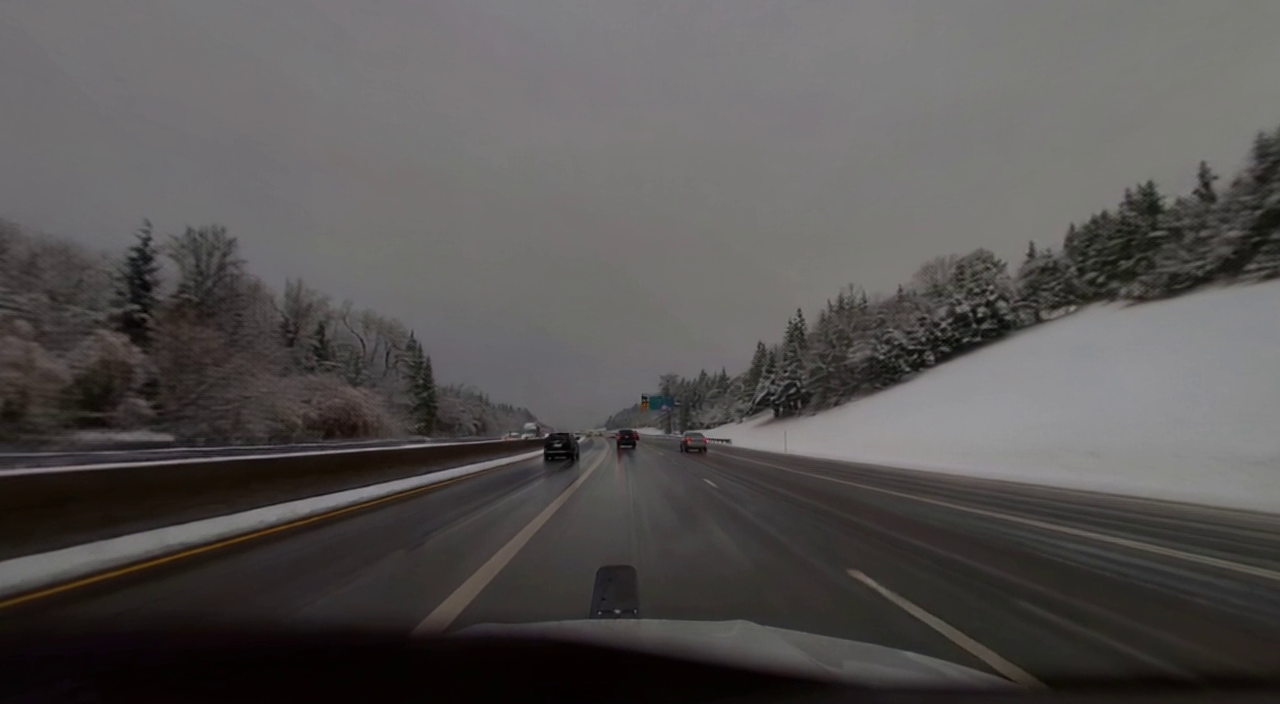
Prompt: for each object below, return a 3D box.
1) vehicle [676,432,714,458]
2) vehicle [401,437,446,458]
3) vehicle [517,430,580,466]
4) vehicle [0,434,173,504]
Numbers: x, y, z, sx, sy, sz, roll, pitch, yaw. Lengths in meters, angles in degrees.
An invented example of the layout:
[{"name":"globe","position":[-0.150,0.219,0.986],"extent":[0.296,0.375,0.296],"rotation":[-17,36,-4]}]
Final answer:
[{"name":"vehicle","position":[3.165,5.455,37.091],"extent":[1.806,1.469,3.681],"rotation":[0,-8,-2]},{"name":"vehicle","position":[-15.469,6.819,45.122],"extent":[1.841,1.447,3.902],"rotation":[0,-8,0]},{"name":"vehicle","position":[-4.030,4.300,28.434],"extent":[2.204,1.486,4.121],"rotation":[0,-8,0]},{"name":"vehicle","position":[-14.840,2.904,16.276],"extent":[2.044,1.532,4.528],"rotation":[0,-8,0]}]
